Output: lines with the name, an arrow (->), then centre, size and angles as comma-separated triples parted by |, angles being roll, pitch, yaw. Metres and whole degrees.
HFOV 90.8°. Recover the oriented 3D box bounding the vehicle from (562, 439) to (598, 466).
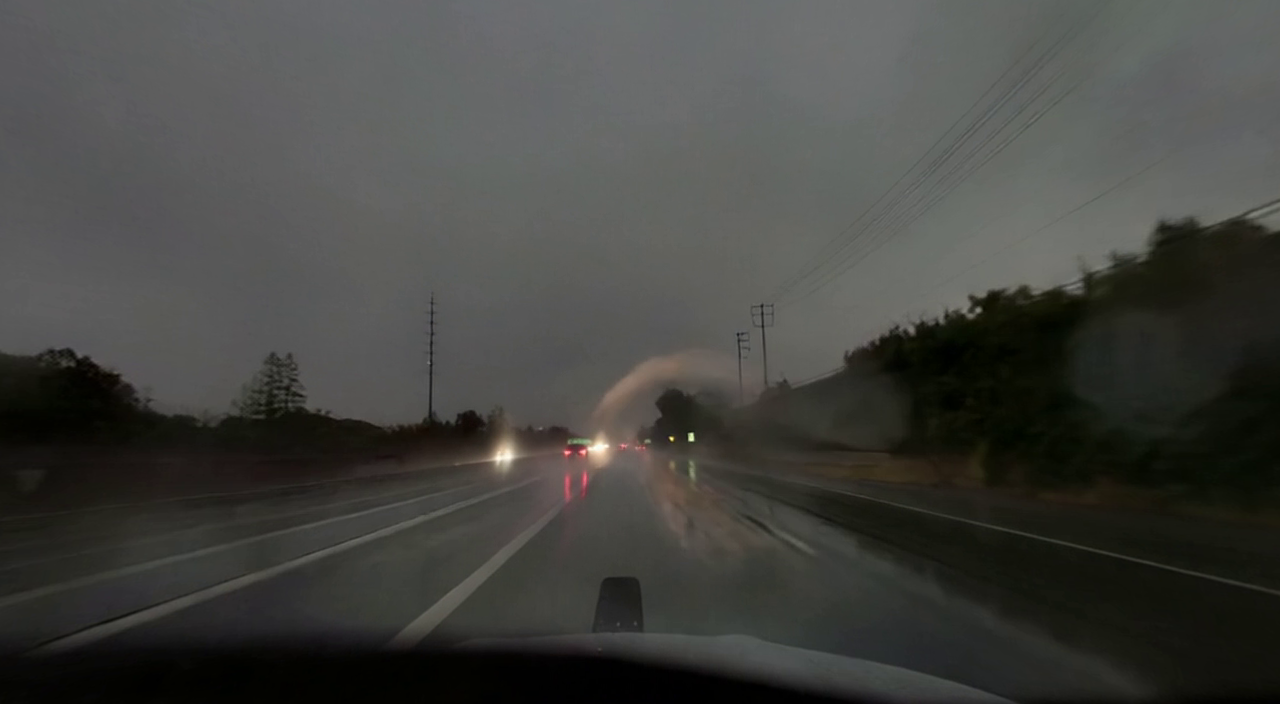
vehicle -> -4.385, 7.443, 46.947 | 2.130, 1.823, 4.761 | 0, -8, 0
